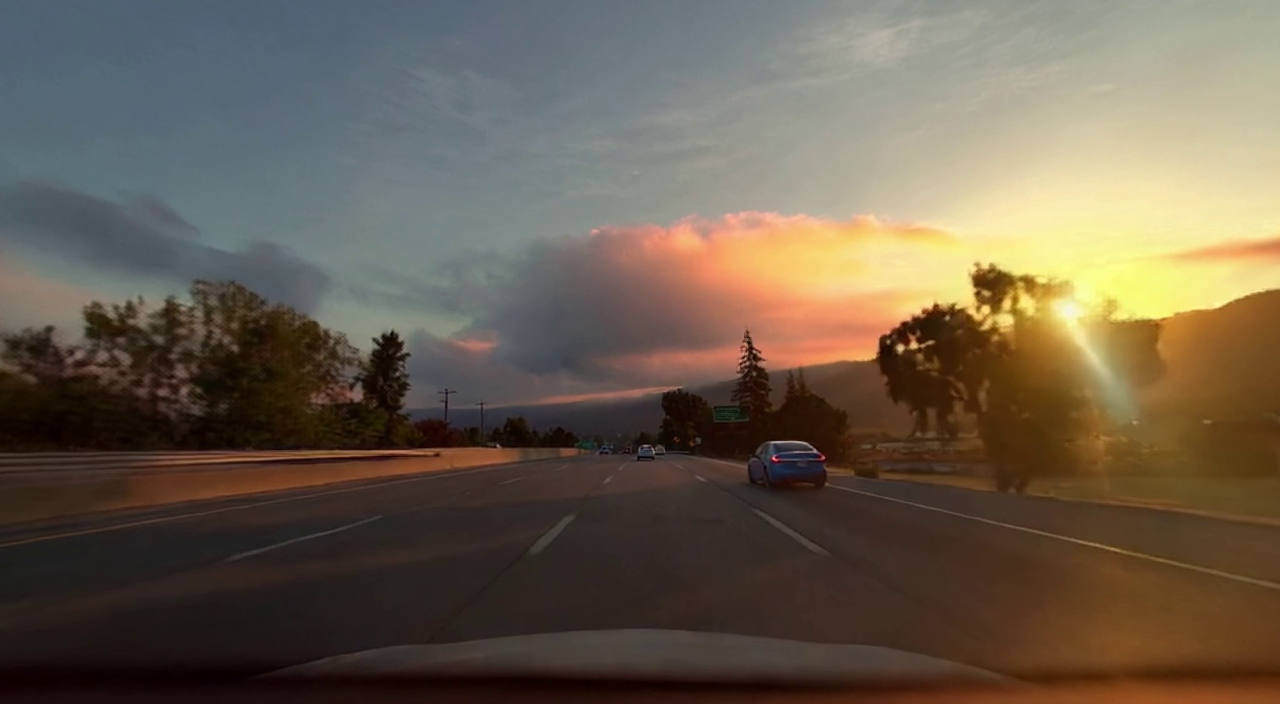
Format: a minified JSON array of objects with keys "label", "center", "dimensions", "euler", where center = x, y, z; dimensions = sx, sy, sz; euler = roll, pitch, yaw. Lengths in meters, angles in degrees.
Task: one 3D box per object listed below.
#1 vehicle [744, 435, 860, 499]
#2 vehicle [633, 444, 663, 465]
[{"label":"vehicle","center":[4.325,3.135,17.605],"dimensions":[2.008,1.524,4.598],"euler":[0,-8,0]},{"label":"vehicle","center":[0.529,7.382,45.551],"dimensions":[2.052,1.449,3.857],"euler":[0,-8,0]}]
